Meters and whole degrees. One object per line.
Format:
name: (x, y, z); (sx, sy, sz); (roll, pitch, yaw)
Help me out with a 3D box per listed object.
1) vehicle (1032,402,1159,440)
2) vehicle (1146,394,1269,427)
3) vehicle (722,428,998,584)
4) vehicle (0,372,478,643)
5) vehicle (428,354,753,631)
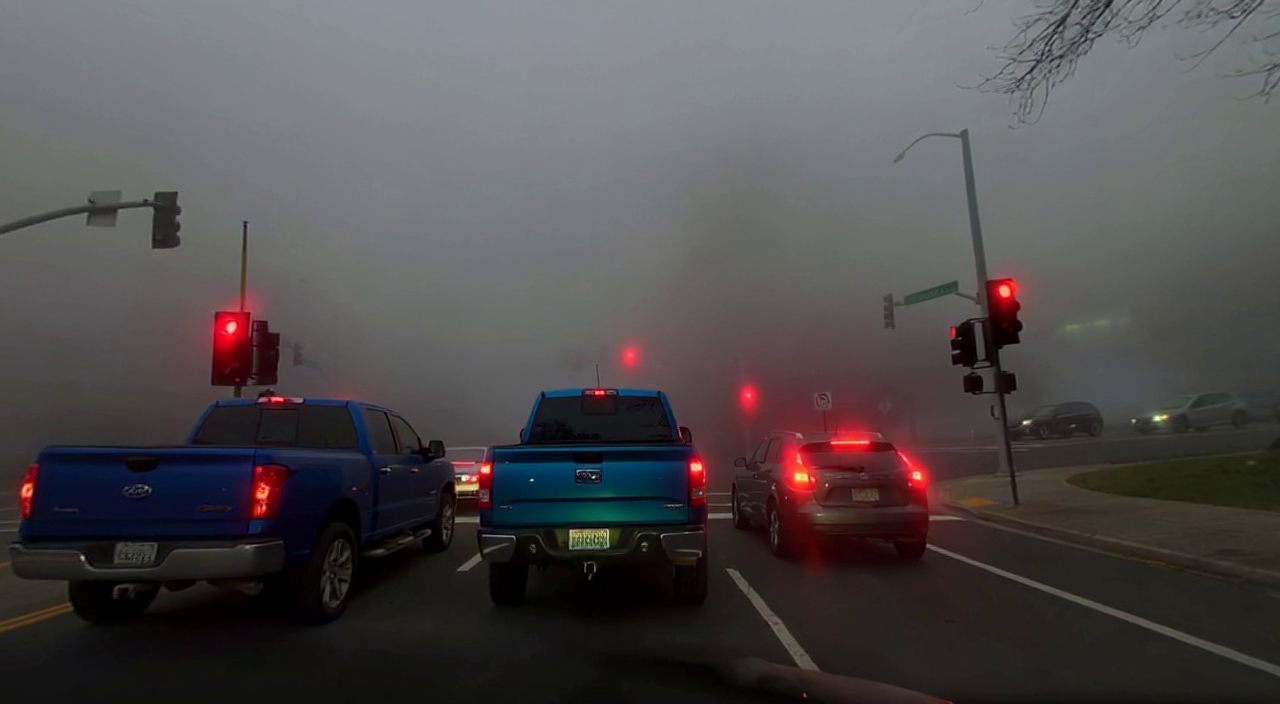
vehicle: (23.299, 3.592, 32.488); (4.721, 1.866, 2.188); (0, -9, 2)
vehicle: (29.275, 3.049, 32.685); (4.540, 1.543, 1.803); (0, -9, 1)
vehicle: (2.405, 1.815, 8.317); (2.016, 1.481, 4.336); (0, -9, -1)
vehicle: (-3.464, 1.431, 6.944); (2.146, 1.828, 5.148); (0, -9, -2)
vehicle: (-0.376, 1.312, 6.767); (2.282, 1.964, 4.421); (0, -9, -1)
